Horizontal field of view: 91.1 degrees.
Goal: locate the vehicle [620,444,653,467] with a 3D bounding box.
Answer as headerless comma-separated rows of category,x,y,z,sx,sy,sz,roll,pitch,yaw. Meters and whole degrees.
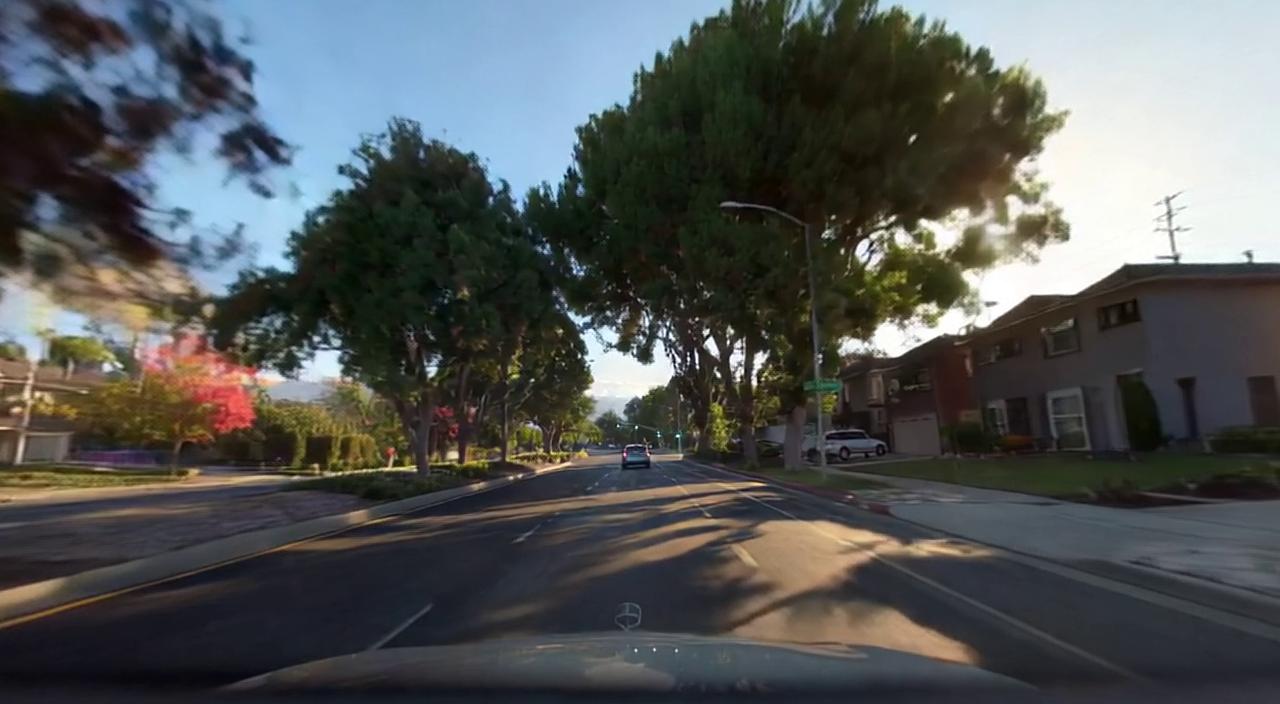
vehicle,-0.258,6.893,41.859,2.054,1.456,4.003,0,-8,-1

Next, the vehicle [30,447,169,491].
vehicle,-19.755,4.255,23.179,1.836,1.456,3.647,0,-8,0

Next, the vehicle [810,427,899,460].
vehicle,13.236,5.688,38.909,4.739,1.918,2.071,-1,-8,2
